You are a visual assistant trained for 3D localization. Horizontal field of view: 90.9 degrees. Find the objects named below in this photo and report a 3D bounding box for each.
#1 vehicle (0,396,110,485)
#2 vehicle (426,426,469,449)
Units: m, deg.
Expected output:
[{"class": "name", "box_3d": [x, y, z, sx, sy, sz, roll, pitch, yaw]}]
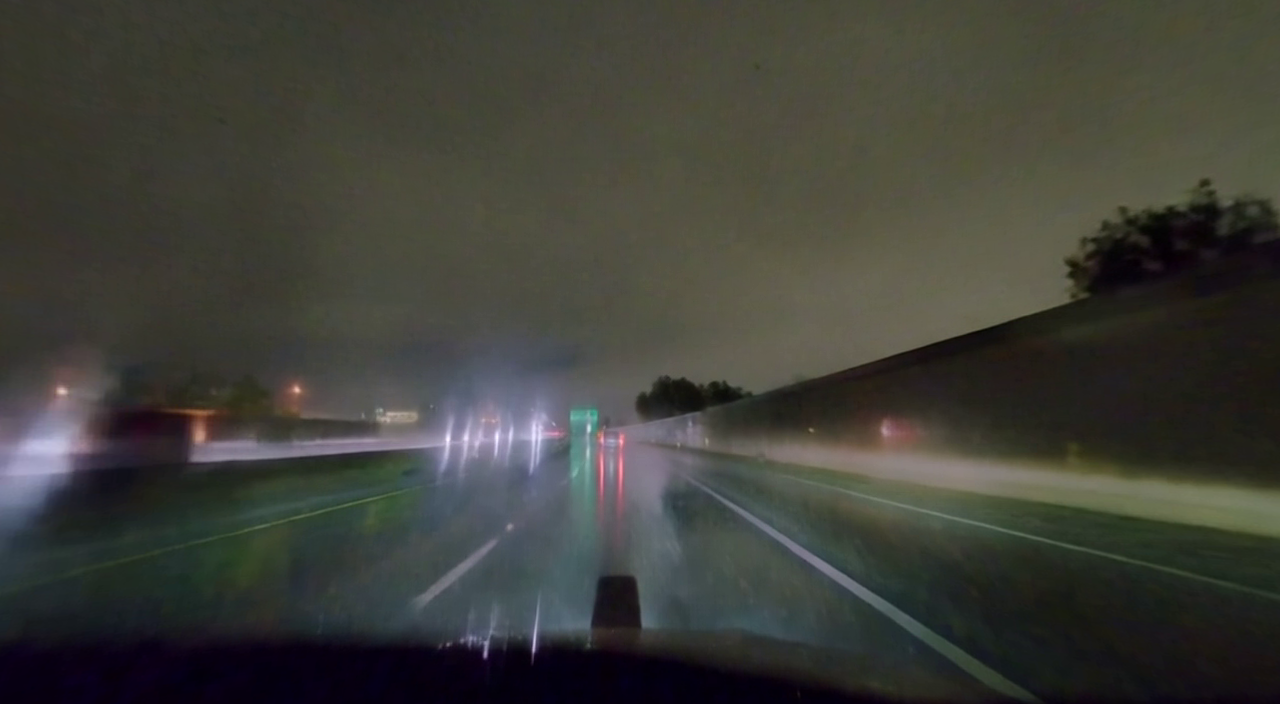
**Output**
[{"class": "vehicle", "box_3d": [-12.620, 1.607, 11.476, 2.117, 1.595, 4.463, 0, -7, -2]}, {"class": "vehicle", "box_3d": [-13.931, 6.239, 45.920, 1.939, 1.547, 4.294, 0, -8, -2]}]
